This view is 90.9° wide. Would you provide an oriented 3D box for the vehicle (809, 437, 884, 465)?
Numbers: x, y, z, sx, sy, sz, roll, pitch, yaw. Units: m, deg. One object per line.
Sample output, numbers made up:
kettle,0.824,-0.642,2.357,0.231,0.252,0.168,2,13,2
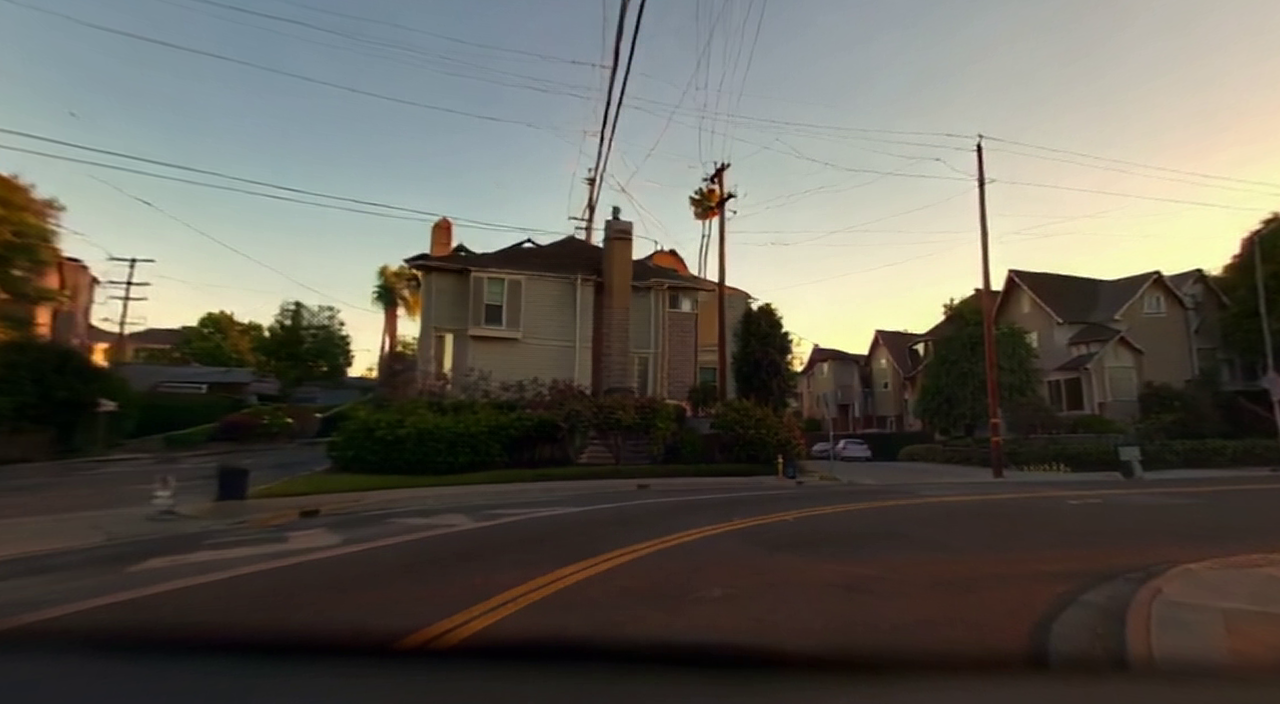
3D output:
vehicle,12.234,5.883,37.494,3.784,1.532,1.650,-1,-9,-3
